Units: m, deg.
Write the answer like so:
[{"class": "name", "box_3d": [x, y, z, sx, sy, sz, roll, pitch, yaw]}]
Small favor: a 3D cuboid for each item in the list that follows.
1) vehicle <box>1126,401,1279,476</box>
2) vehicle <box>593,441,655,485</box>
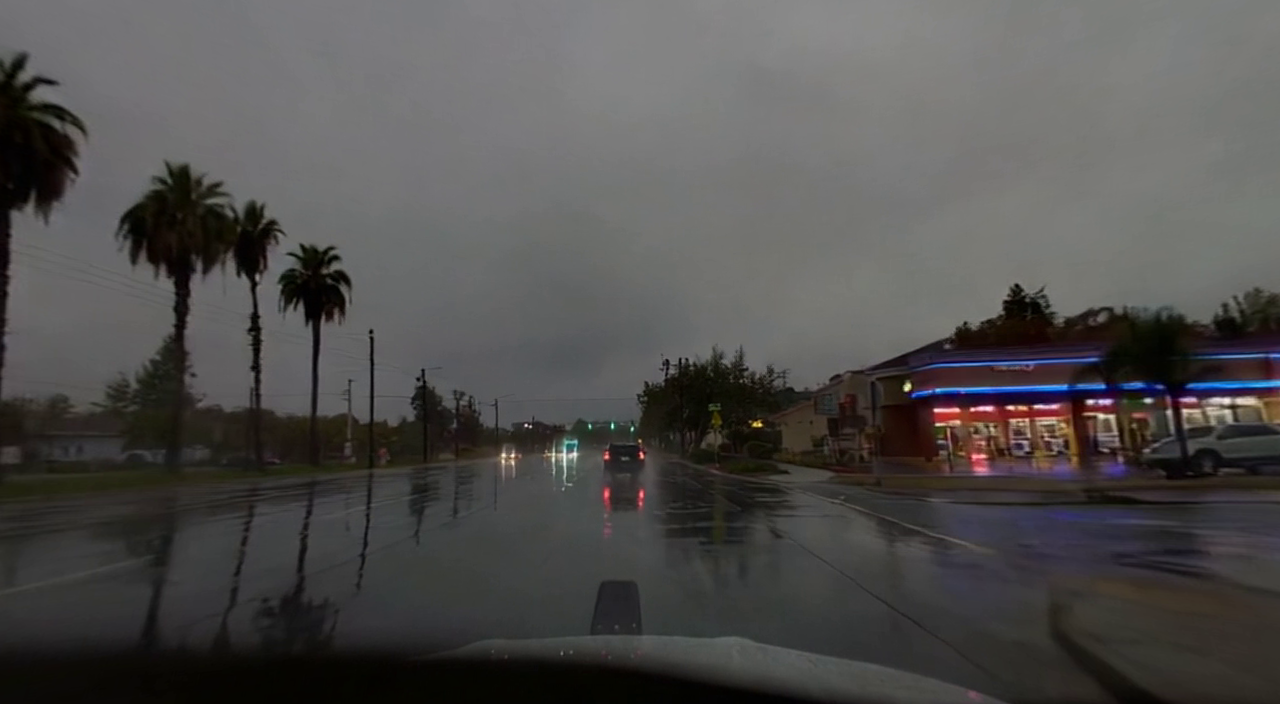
[{"class": "vehicle", "box_3d": [18.592, 2.705, 19.791, 4.747, 2.178, 2.336, 0, -9, -3]}, {"class": "vehicle", "box_3d": [-0.573, 4.077, 23.526, 2.076, 1.486, 4.119, 0, -8, -1]}]
